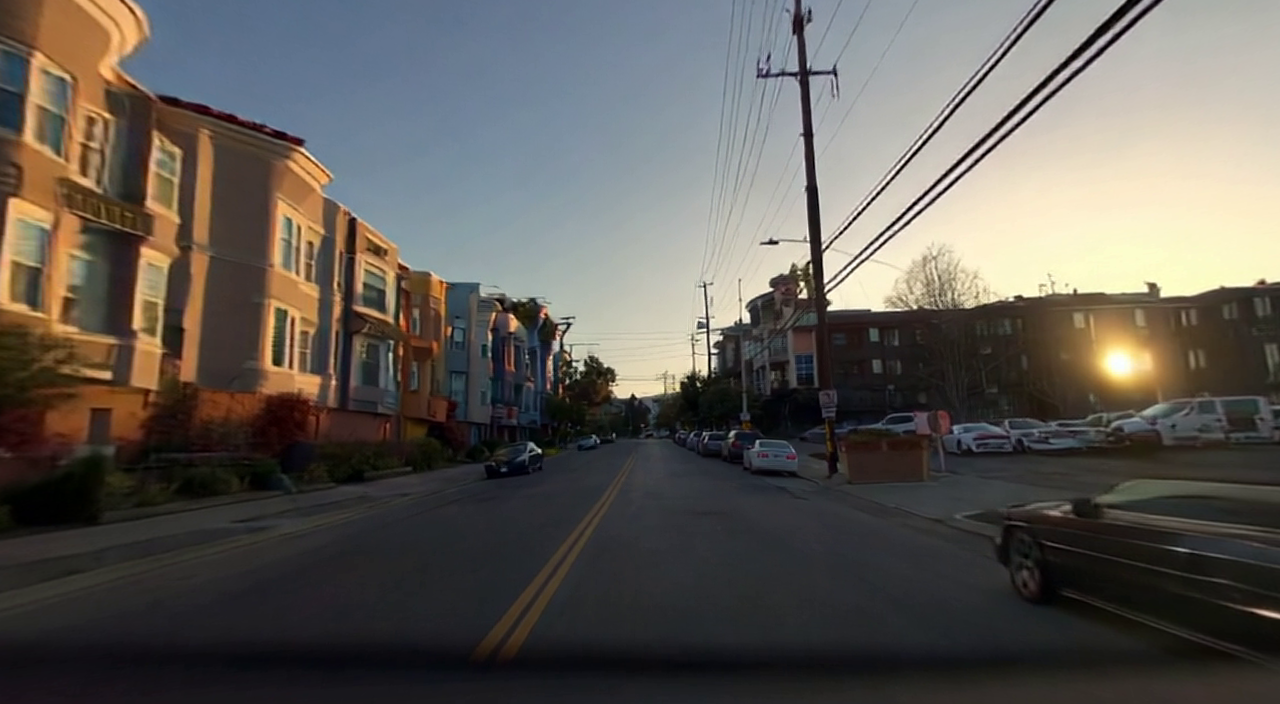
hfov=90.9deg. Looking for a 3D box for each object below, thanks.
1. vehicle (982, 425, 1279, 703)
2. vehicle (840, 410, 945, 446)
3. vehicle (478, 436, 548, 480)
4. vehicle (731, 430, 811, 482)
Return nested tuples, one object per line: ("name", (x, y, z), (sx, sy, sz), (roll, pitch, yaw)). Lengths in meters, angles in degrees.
("vehicle", (3.821, 1.059, 2.869), (1.928, 1.440, 4.738), (0, -8, 1))
("vehicle", (14.088, 4.341, 35.639), (2.152, 1.875, 5.778), (3, -8, -19))
("vehicle", (-5.175, 4.353, 26.338), (1.913, 1.672, 4.267), (0, -8, 2))
("vehicle", (4.397, 3.546, 21.789), (1.914, 1.591, 3.892), (0, -8, 0))
